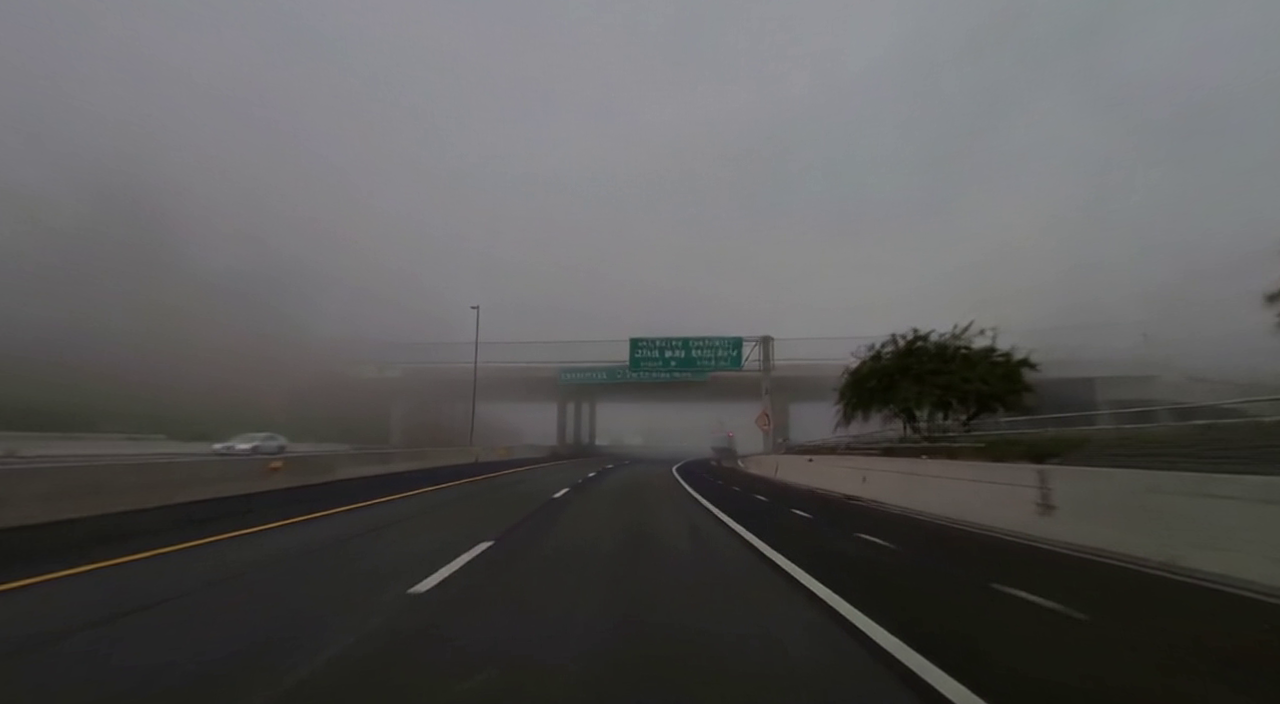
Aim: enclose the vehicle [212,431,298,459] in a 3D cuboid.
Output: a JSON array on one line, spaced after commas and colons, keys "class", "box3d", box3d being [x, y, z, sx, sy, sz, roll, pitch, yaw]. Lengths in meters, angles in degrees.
[{"class": "vehicle", "box3d": [-21.521, 5.240, 35.454, 1.845, 1.490, 4.642, 0, -8, 1]}]
